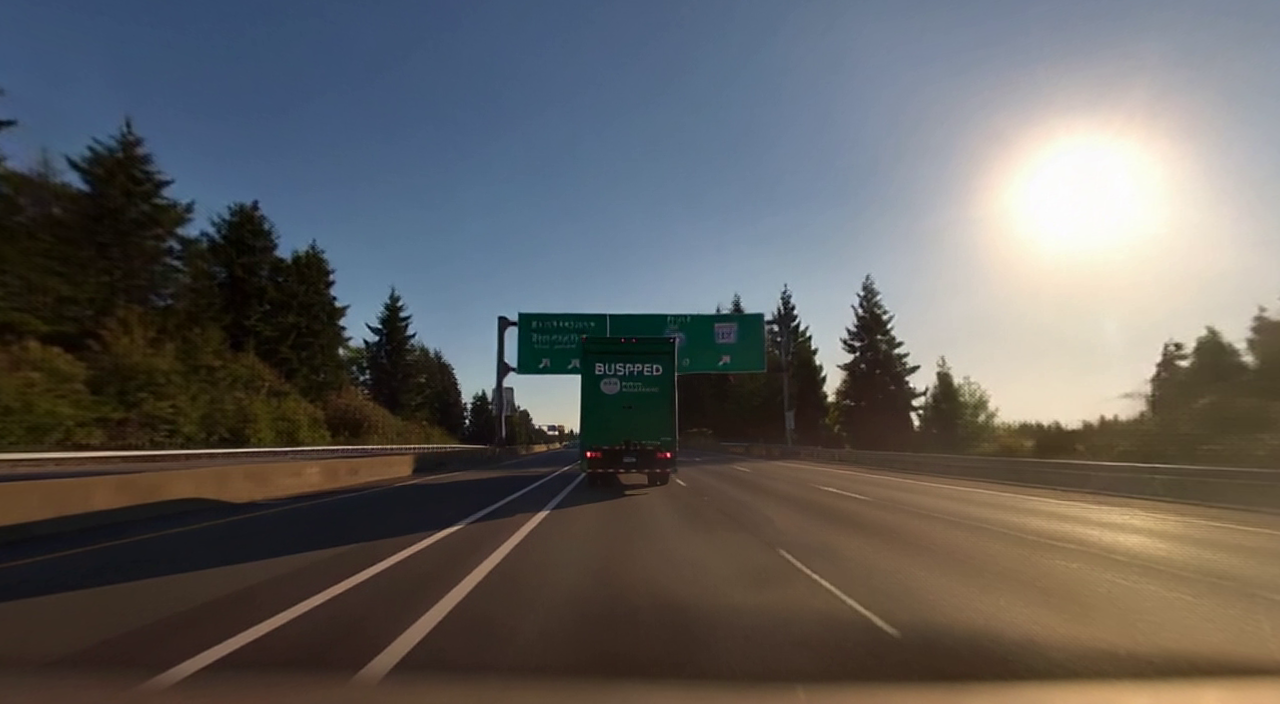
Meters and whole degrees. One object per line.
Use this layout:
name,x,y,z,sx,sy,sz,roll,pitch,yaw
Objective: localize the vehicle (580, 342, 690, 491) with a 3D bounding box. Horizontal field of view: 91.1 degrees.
vehicle,-0.325,2.258,20.947,2.870,3.911,8.697,0,-8,-3
